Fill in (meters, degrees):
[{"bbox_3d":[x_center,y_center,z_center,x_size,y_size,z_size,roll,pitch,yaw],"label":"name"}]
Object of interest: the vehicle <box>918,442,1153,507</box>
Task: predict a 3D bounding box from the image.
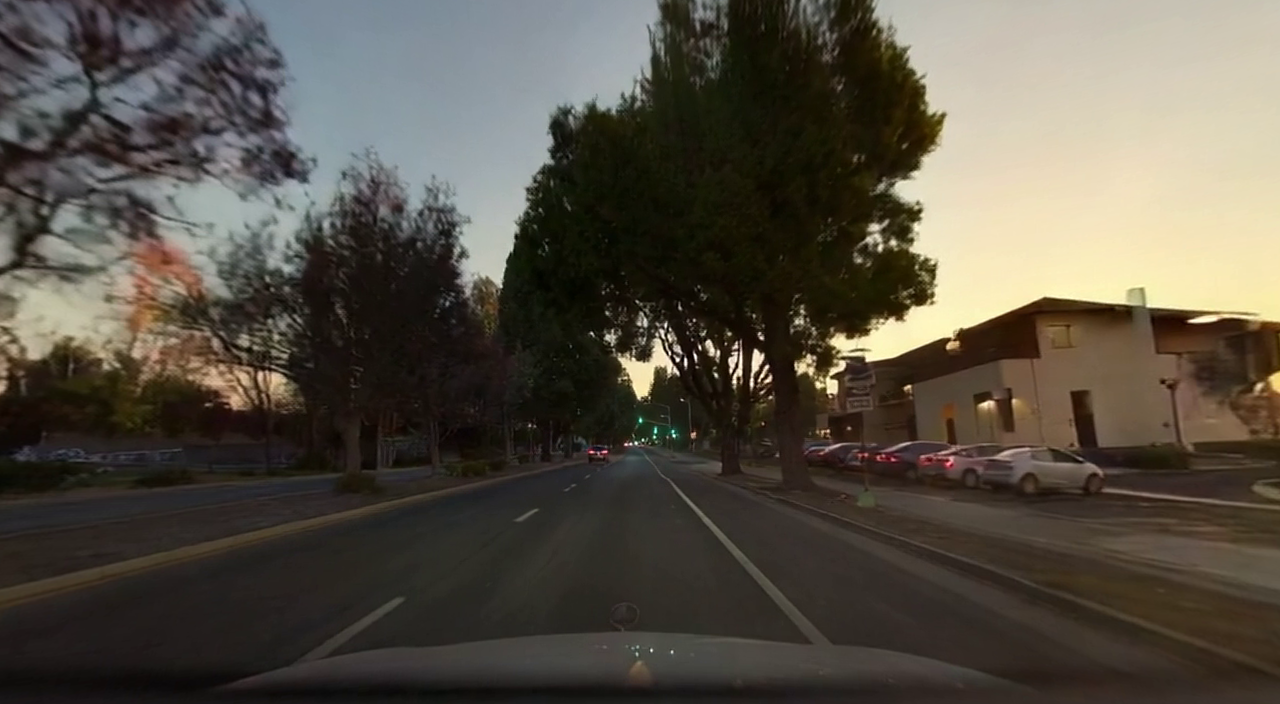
[{"bbox_3d":[9.637,2.972,15.658,4.466,1.440,2.091,0,-9,-5],"label":"vehicle"}]
